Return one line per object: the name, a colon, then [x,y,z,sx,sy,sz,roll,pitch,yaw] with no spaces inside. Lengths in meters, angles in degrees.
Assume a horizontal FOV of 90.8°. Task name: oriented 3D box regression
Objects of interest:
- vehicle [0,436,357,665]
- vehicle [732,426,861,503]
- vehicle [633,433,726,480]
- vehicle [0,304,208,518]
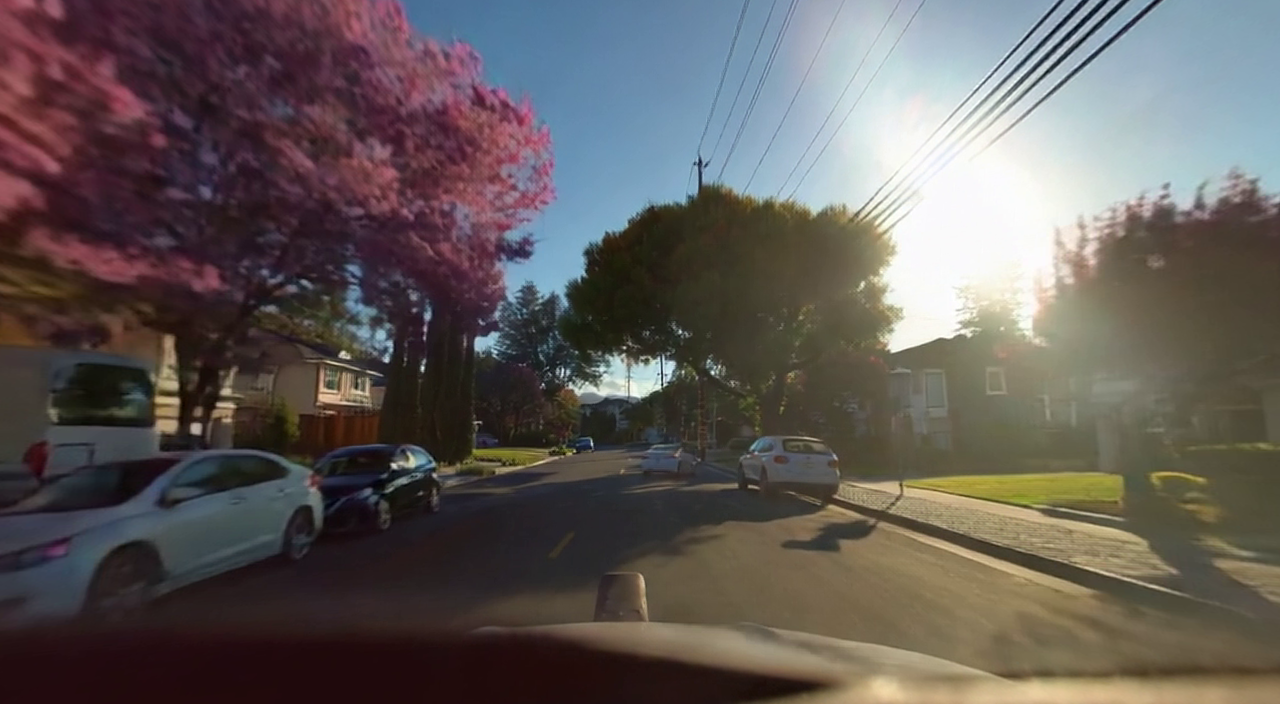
vehicle: [-4.852,1.606,6.439,1.874,1.413,4.442,0,-7,0]
vehicle: [3.779,2.809,16.183,2.103,1.679,4.386,0,-8,-1]
vehicle: [1.510,3.613,22.127,2.075,1.449,4.526,-3,-9,19]
vehicle: [-13.079,1.100,11.426,8.239,3.354,2.902,0,-9,1]
